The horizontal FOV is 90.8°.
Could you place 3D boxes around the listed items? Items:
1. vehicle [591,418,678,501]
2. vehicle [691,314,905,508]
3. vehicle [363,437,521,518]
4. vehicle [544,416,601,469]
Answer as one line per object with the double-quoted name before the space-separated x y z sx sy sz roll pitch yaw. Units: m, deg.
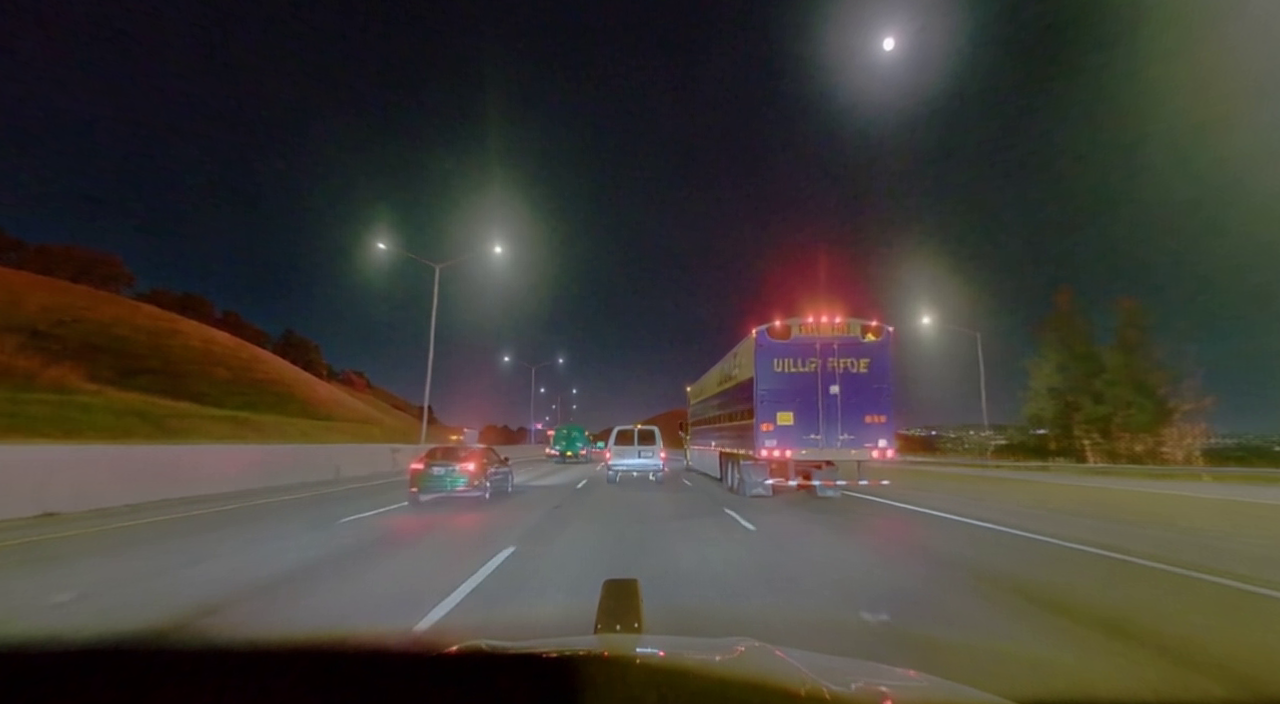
"vehicle" -0.212 2.853 17.118 2.037 1.929 4.343 0 -8 -2
"vehicle" 3.836 2.168 19.967 3.006 4.101 13.245 0 -8 -2
"vehicle" -4.010 2.596 13.656 2.039 1.453 4.197 0 -8 0
"vehicle" -4.127 5.775 40.384 2.947 3.009 7.991 0 -8 -1
